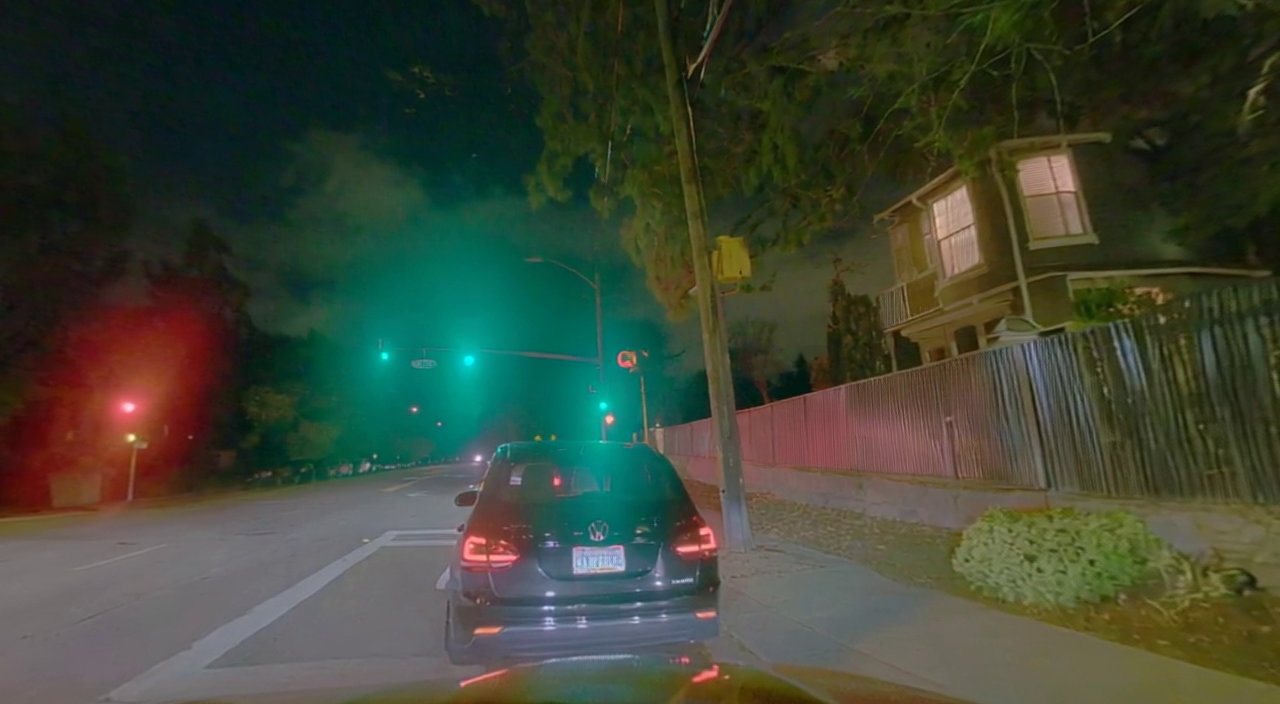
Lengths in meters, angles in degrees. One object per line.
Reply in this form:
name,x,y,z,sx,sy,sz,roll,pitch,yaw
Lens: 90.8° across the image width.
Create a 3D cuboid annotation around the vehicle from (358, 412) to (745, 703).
vehicle,-0.721,1.358,5.247,2.024,1.502,3.702,1,-9,-9
